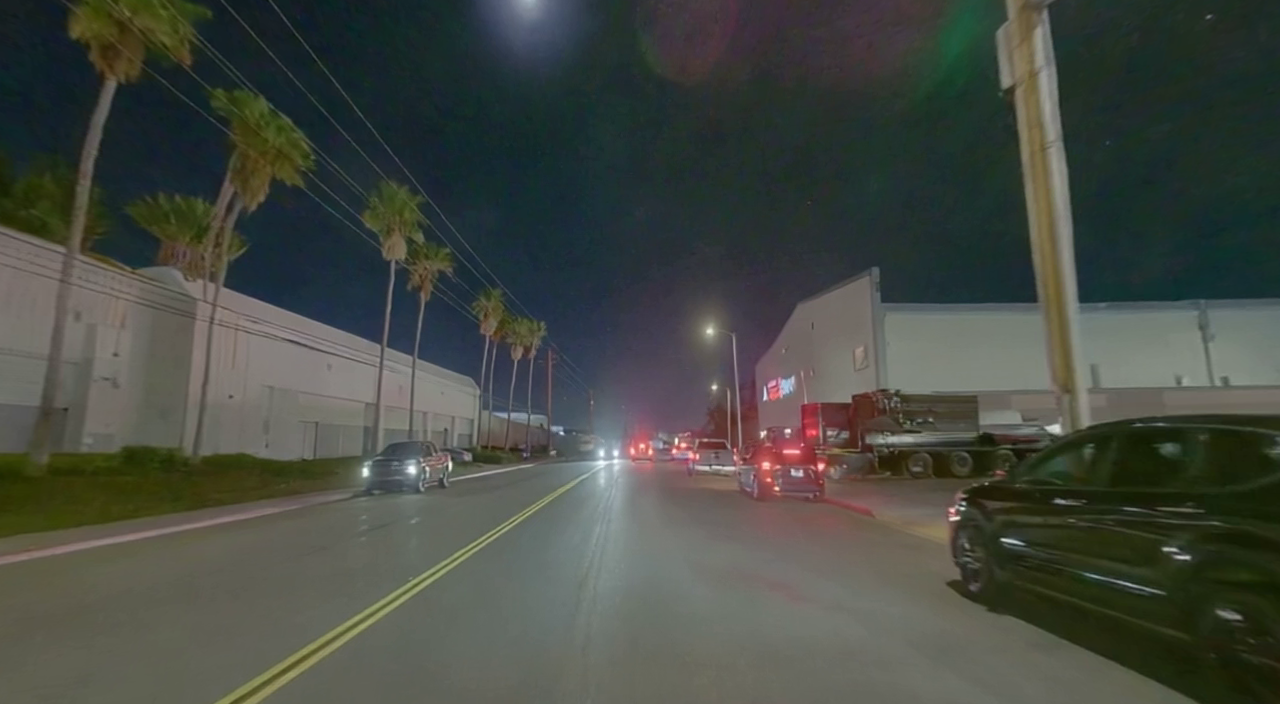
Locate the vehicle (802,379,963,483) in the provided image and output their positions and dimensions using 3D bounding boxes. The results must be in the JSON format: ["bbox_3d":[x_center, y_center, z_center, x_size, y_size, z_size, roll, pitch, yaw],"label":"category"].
[{"bbox_3d":[7.988,2.827,21.987,2.993,3.033,6.781,0,-9,1],"label":"vehicle"}]

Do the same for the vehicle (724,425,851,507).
[{"bbox_3d":[3.629,2.917,16.604,2.098,1.816,4.709,0,-9,-1],"label":"vehicle"}]

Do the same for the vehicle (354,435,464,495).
[{"bbox_3d":[-8.187,4.056,23.074,2.105,1.836,5.338,-2,-9,-1],"label":"vehicle"}]

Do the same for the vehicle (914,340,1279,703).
[{"bbox_3d":[3.661,0.964,3.318,2.069,1.784,5.384,0,-9,1],"label":"vehicle"}]

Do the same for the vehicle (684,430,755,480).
[{"bbox_3d":[3.403,4.603,28.459,2.345,1.969,6.070,0,-9,-1],"label":"vehicle"}]
